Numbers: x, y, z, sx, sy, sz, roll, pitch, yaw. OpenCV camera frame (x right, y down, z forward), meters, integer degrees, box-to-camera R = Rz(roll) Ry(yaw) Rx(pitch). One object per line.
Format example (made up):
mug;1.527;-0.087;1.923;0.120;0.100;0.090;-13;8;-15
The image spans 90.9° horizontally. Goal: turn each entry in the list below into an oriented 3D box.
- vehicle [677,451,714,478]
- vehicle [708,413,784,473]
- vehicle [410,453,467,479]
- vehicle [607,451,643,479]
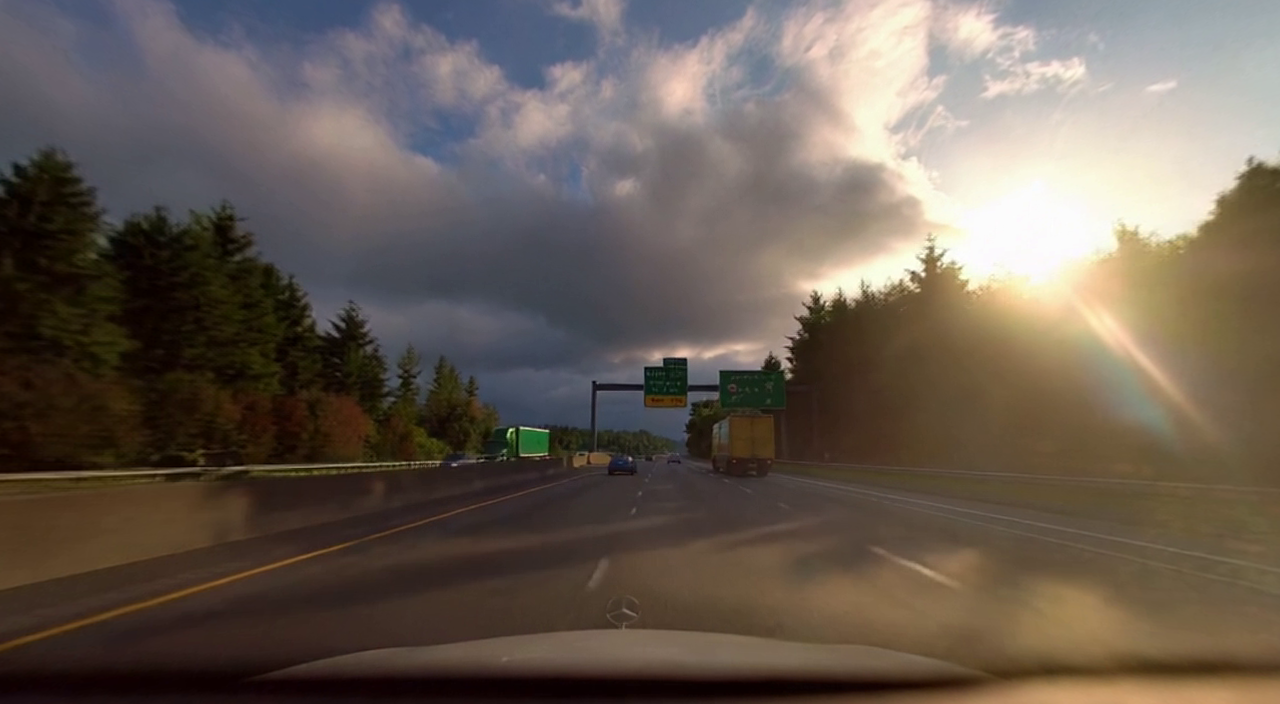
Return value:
vehicle;3.304;6.837;38.408;1.957;1.541;4.099;0;-9;1
vehicle;7.737;7.156;49.048;3.476;3.855;16.742;0;-9;2
vehicle;-12.319;6.998;38.804;1.901;1.472;4.374;0;-9;2
vehicle;-0.808;6.663;37.453;1.960;1.579;4.384;0;-9;1
